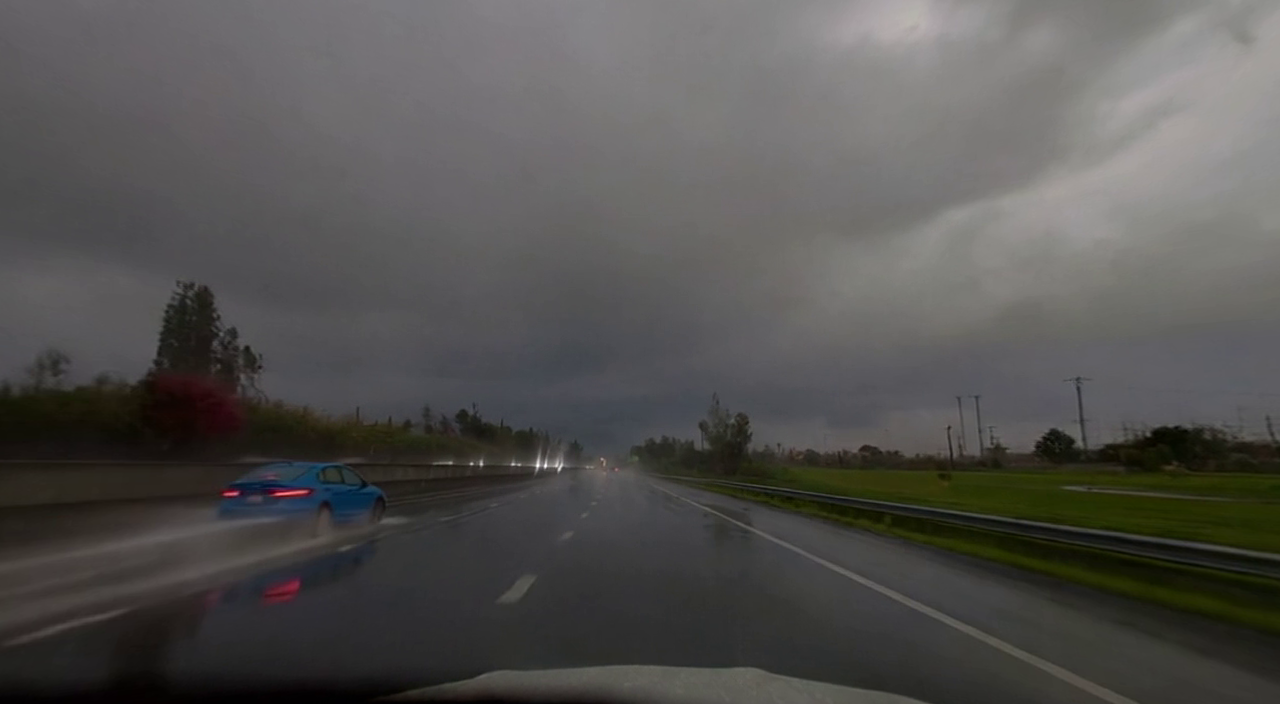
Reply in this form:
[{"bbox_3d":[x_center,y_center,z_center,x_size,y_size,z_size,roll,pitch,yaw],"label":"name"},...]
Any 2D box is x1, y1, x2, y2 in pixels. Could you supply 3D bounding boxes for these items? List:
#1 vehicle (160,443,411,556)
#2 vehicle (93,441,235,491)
[{"bbox_3d":[-6.308,2.699,12.036,2.194,1.704,4.421,1,-10,-1],"label":"vehicle"},{"bbox_3d":[-19.580,4.766,26.316,2.049,1.828,5.027,1,-10,-2],"label":"vehicle"}]
